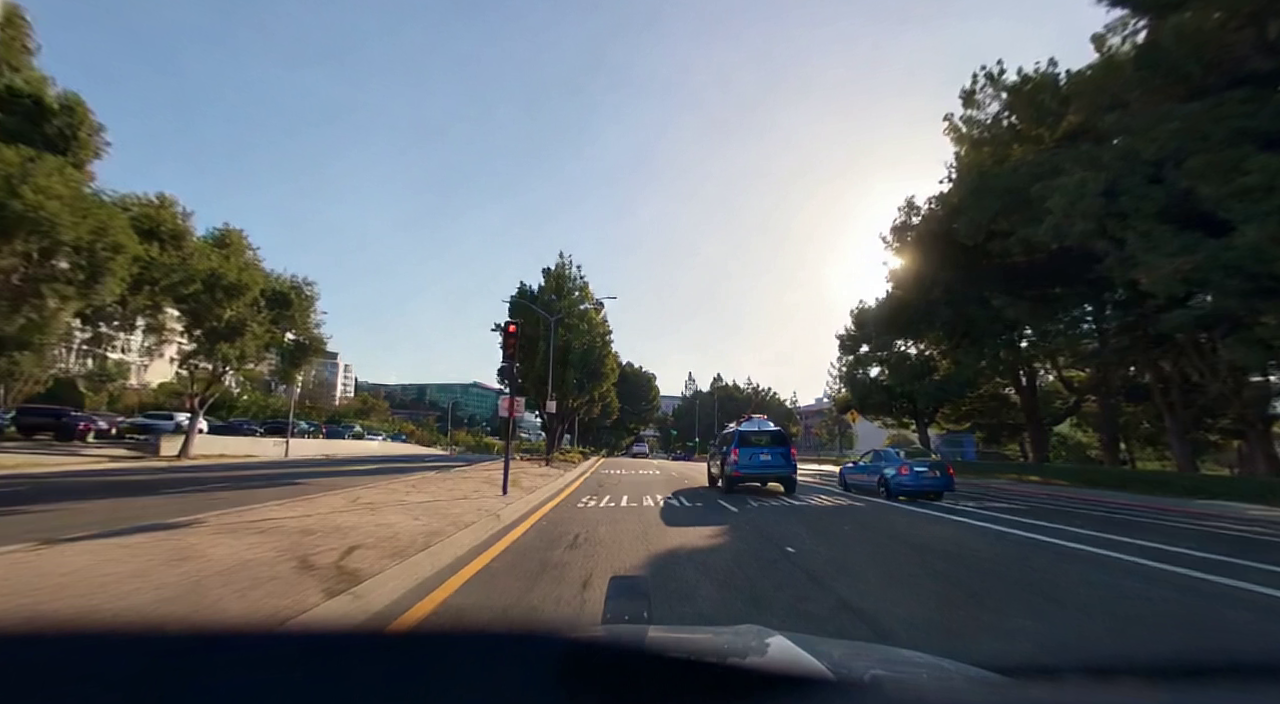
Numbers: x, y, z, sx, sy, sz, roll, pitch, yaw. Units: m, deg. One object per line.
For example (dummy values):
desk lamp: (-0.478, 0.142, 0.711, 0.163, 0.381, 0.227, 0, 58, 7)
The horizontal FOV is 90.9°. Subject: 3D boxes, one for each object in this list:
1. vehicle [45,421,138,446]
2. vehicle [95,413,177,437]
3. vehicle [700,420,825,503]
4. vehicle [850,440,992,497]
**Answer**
vehicle: (-32.040, 4.784, 36.903, 3.789, 1.409, 1.727, 0, -9, 1)
vehicle: (-32.432, 4.725, 40.642, 3.607, 1.431, 1.906, 0, -11, 3)
vehicle: (2.815, 2.657, 15.630, 2.045, 1.729, 4.532, 0, -8, -2)
vehicle: (8.093, 3.366, 18.693, 1.966, 1.476, 4.270, 0, -8, -5)
